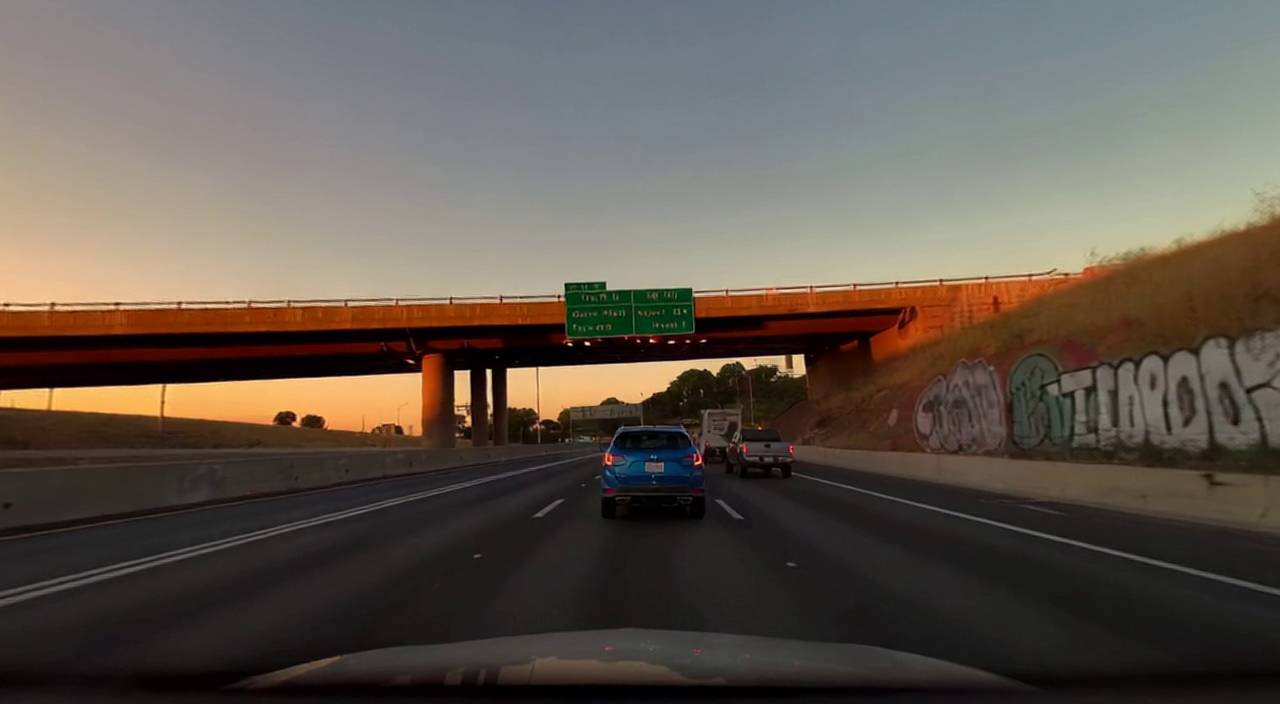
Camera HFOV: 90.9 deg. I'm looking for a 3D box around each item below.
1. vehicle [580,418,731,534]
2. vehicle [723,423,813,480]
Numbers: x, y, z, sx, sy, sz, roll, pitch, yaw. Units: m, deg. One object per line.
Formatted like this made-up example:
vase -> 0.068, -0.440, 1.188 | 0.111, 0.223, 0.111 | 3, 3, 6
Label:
vehicle -> 0.260, 2.092, 11.185 | 2.193, 1.651, 3.946 | 0, -8, 1
vehicle -> 4.761, 3.824, 24.495 | 2.311, 1.922, 5.977 | 0, -8, 1
